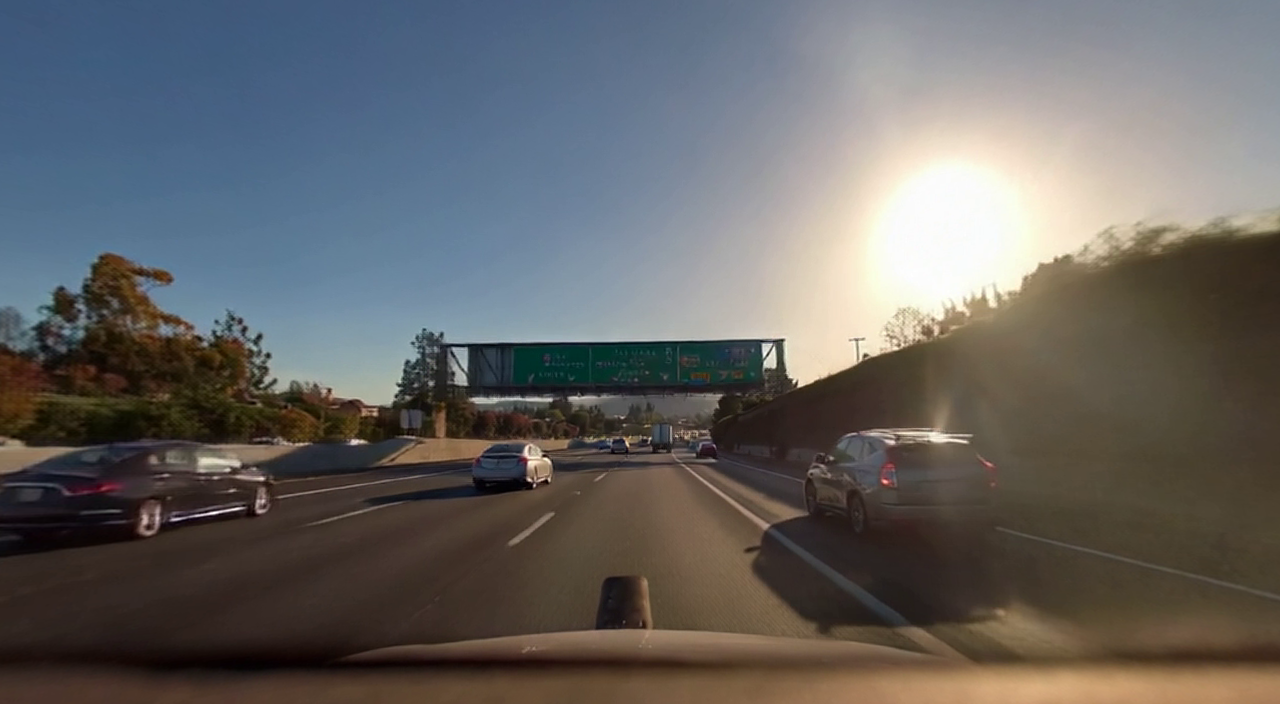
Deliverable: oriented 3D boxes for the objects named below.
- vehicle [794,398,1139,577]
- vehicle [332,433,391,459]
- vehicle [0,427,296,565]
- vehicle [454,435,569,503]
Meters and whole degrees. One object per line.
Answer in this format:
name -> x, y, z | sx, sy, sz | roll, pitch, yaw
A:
vehicle -> 3.723, 1.645, 8.459 | 2.108, 1.709, 4.703 | 0, -8, 0
vehicle -> -20.034, 6.790, 45.360 | 1.924, 1.706, 4.731 | 0, -8, 2
vehicle -> -7.055, 1.866, 8.934 | 1.909, 1.482, 4.140 | 0, -8, 1
vehicle -> -3.070, 2.874, 15.935 | 1.947, 1.479, 4.114 | 0, -8, 2
